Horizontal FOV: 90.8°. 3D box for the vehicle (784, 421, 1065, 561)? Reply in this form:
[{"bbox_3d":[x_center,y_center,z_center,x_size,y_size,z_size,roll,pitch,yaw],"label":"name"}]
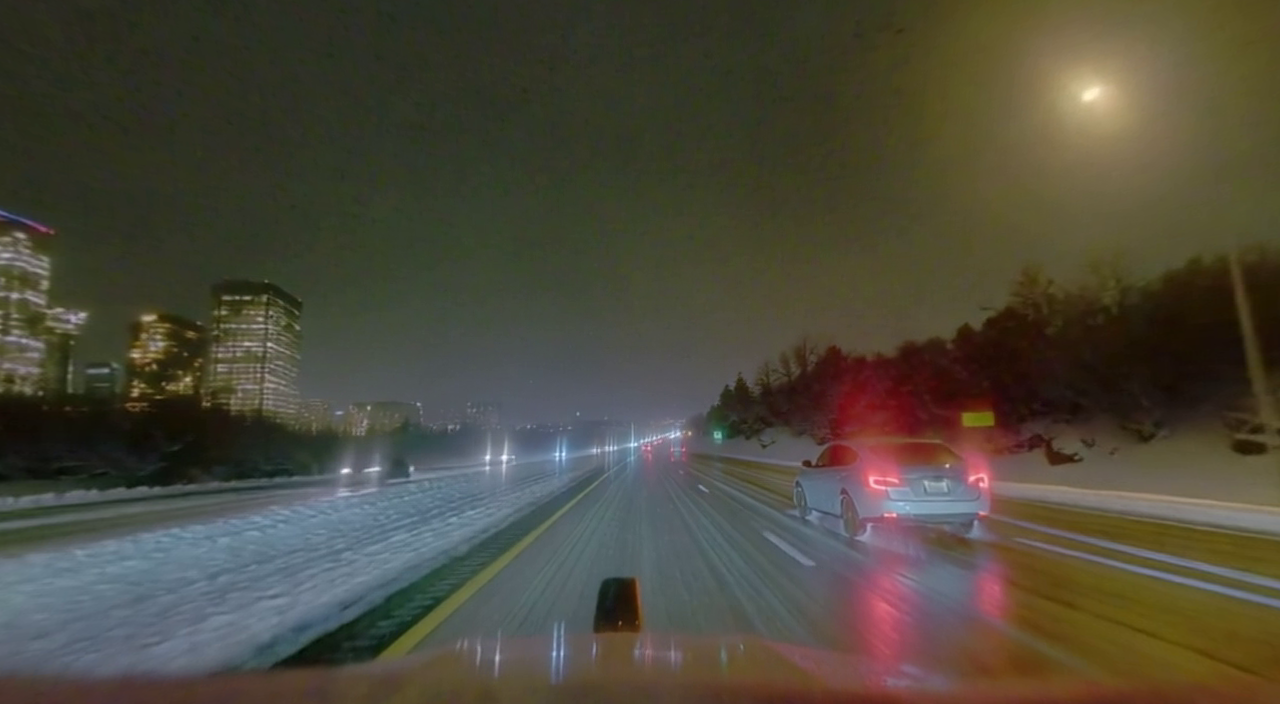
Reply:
[{"bbox_3d":[3.677,1.880,9.337,1.982,1.533,4.612,0,-8,0],"label":"vehicle"}]

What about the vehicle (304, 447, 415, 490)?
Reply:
[{"bbox_3d":[-11.074,4.611,25.430,2.137,1.543,5.021,0,-8,1],"label":"vehicle"}]
